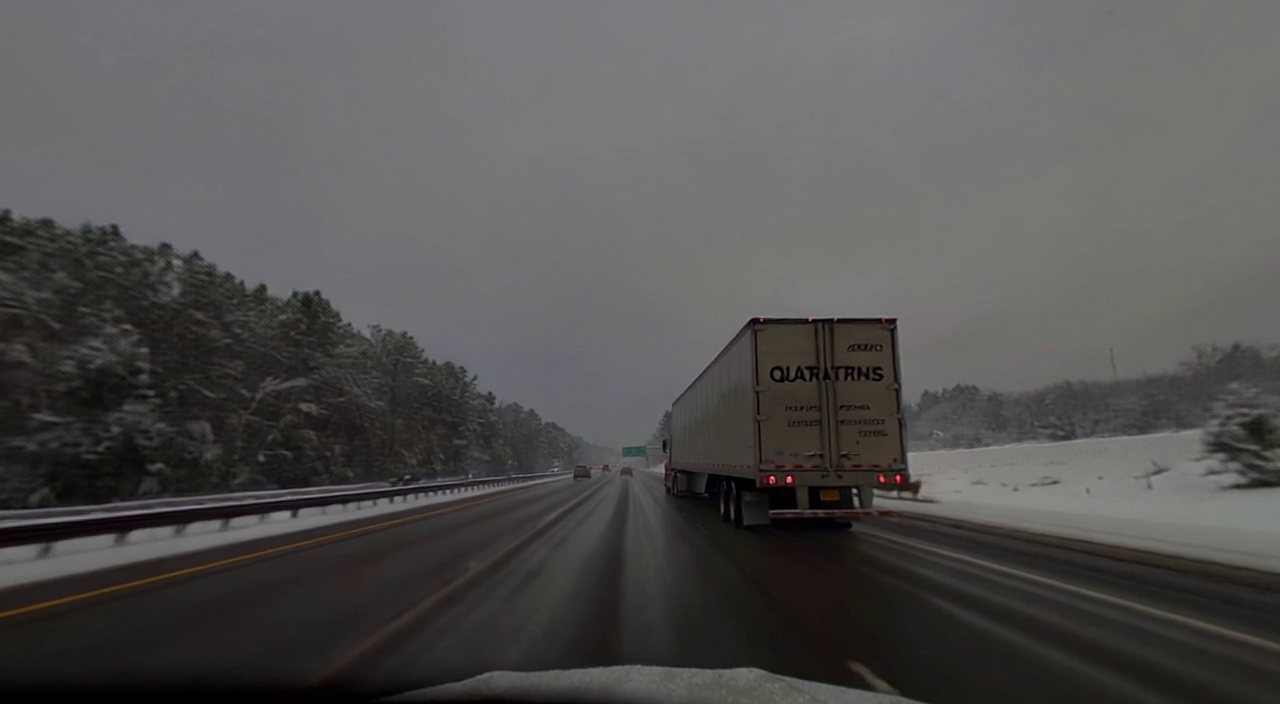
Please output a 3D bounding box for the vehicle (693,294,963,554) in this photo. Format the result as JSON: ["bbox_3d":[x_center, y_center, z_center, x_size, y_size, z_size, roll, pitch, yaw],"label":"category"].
[{"bbox_3d":[3.331,2.037,15.148,2.871,4.032,10.642,1,-10,-2],"label":"vehicle"}]
